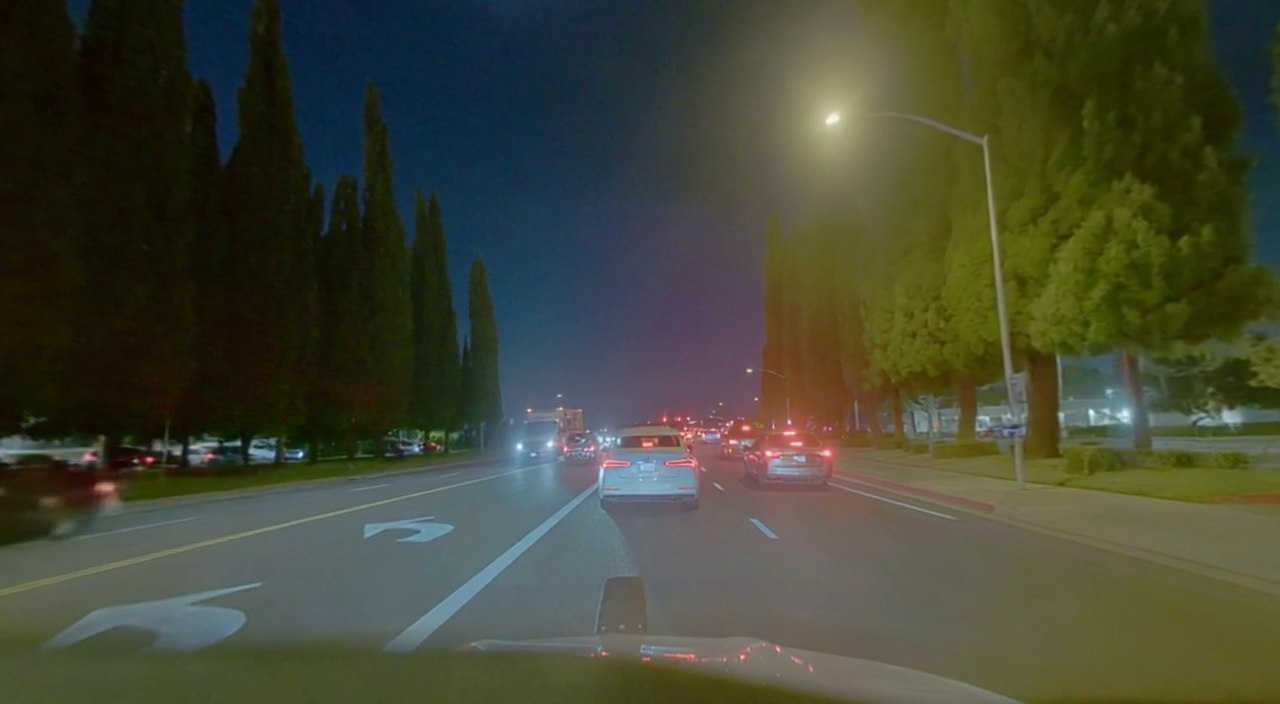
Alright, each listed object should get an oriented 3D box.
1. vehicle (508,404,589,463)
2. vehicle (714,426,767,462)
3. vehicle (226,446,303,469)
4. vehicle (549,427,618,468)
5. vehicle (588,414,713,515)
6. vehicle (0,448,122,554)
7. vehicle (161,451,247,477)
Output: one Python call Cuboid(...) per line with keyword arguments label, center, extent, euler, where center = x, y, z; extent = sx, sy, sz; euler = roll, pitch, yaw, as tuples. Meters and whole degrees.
Cuboid(label="vehicle", center=(-5.680, 5.369, 41.110), extent=(2.961, 3.316, 9.483), euler=(-1, -8, 6))
Cuboid(label="vehicle", center=(5.219, 4.862, 33.375), extent=(2.155, 1.786, 4.459), euler=(-1, -8, 2))
Cuboid(label="vehicle", center=(-26.223, 7.393, 44.109), extent=(4.398, 1.532, 1.769), euler=(-2, -8, 8))
Cuboid(label="vehicle", center=(-2.610, 4.578, 30.395), extent=(2.057, 1.786, 4.725), euler=(-2, -8, 11))
Cuboid(label="vehicle", center=(0.208, 2.235, 13.005), extent=(2.154, 1.710, 4.128), euler=(-1, -8, 1))
Cuboid(label="vehicle", center=(-10.158, 2.124, 8.815), extent=(1.909, 1.471, 4.502), euler=(-1, -8, 2))
Cuboid(label="vehicle", center=(-26.761, 6.864, 38.758), extent=(4.260, 1.498, 1.769), euler=(-2, -8, 9))
